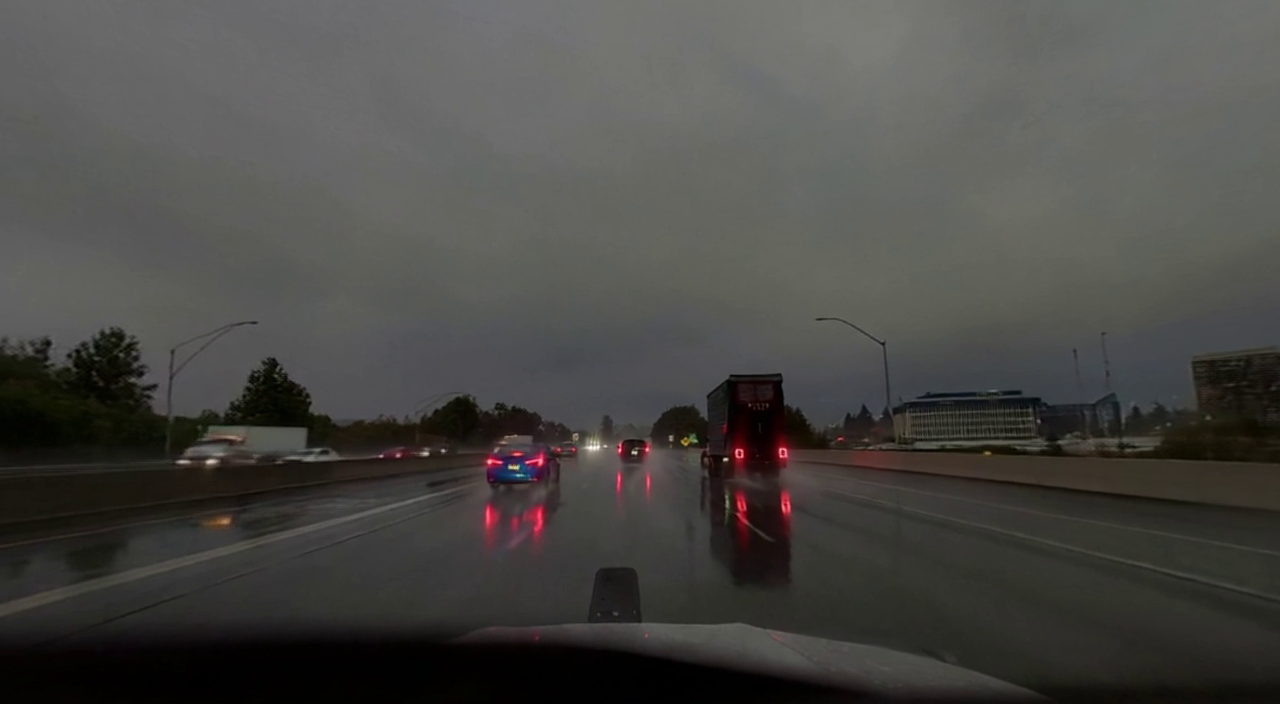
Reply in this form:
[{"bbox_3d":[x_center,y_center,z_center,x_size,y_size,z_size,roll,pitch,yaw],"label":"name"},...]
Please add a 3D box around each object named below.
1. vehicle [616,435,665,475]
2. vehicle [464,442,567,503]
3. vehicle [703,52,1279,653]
[{"bbox_3d":[0.009,5.061,31.156,2.203,1.805,4.358,0,-9,0],"label":"vehicle"},{"bbox_3d":[-3.177,3.162,17.051,1.864,1.406,4.544,0,-9,0],"label":"vehicle"},{"bbox_3d":[3.452,1.012,11.727,2.876,4.086,15.117,0,-9,-1],"label":"vehicle"}]
